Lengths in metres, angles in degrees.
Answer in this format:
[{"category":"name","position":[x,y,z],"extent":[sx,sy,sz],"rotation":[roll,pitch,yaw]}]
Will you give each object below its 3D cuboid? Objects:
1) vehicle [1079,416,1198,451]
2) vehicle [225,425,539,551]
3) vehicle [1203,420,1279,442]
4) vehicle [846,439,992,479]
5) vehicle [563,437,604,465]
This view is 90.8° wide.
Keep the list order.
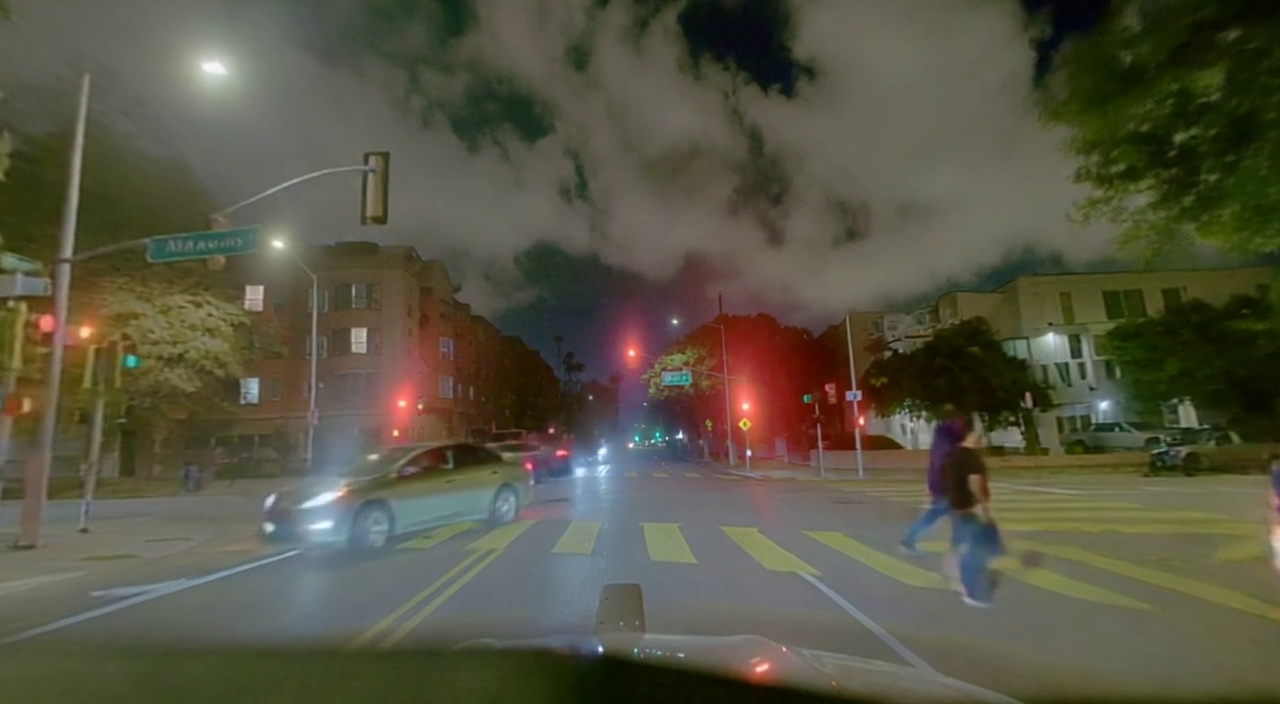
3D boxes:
[{"category":"vehicle","position":[33.450,5.508,42.513],"extent":[5.969,2.225,2.458],"rotation":[0,-9,-3]},{"category":"vehicle","position":[-4.011,2.169,10.885],"extent":[1.979,1.630,4.771],"rotation":[-5,-10,28]},{"category":"vehicle","position":[46.276,6.030,48.284],"extent":[4.562,1.603,1.816],"rotation":[0,-9,1]},{"category":"vehicle","position":[11.228,4.297,25.605],"extent":[5.158,1.470,2.012],"rotation":[-4,-10,26]},{"category":"vehicle","position":[-3.647,6.550,41.831],"extent":[2.302,1.708,4.764],"rotation":[0,-9,0]}]
